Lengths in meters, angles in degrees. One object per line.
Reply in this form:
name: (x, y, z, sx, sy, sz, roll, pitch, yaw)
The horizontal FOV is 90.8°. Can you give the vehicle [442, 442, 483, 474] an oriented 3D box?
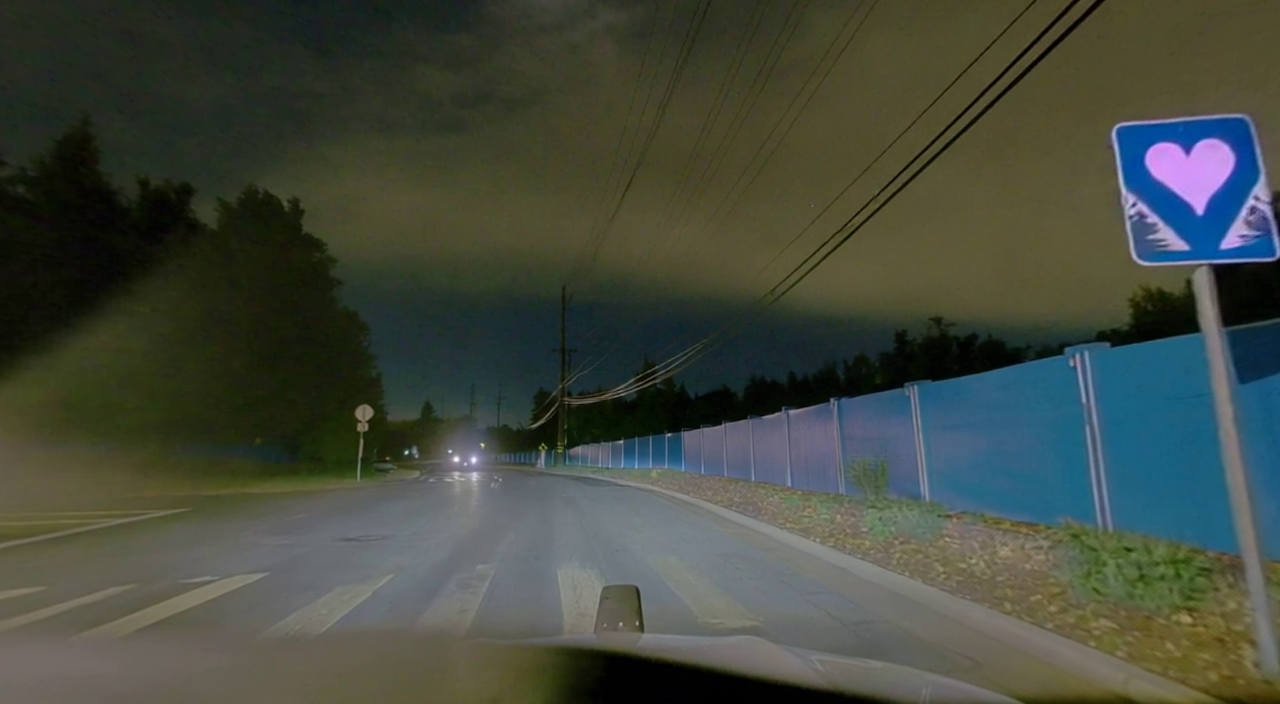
vehicle: (-11.394, 6.752, 40.360, 2.185, 1.901, 4.177, 3, -9, -19)
